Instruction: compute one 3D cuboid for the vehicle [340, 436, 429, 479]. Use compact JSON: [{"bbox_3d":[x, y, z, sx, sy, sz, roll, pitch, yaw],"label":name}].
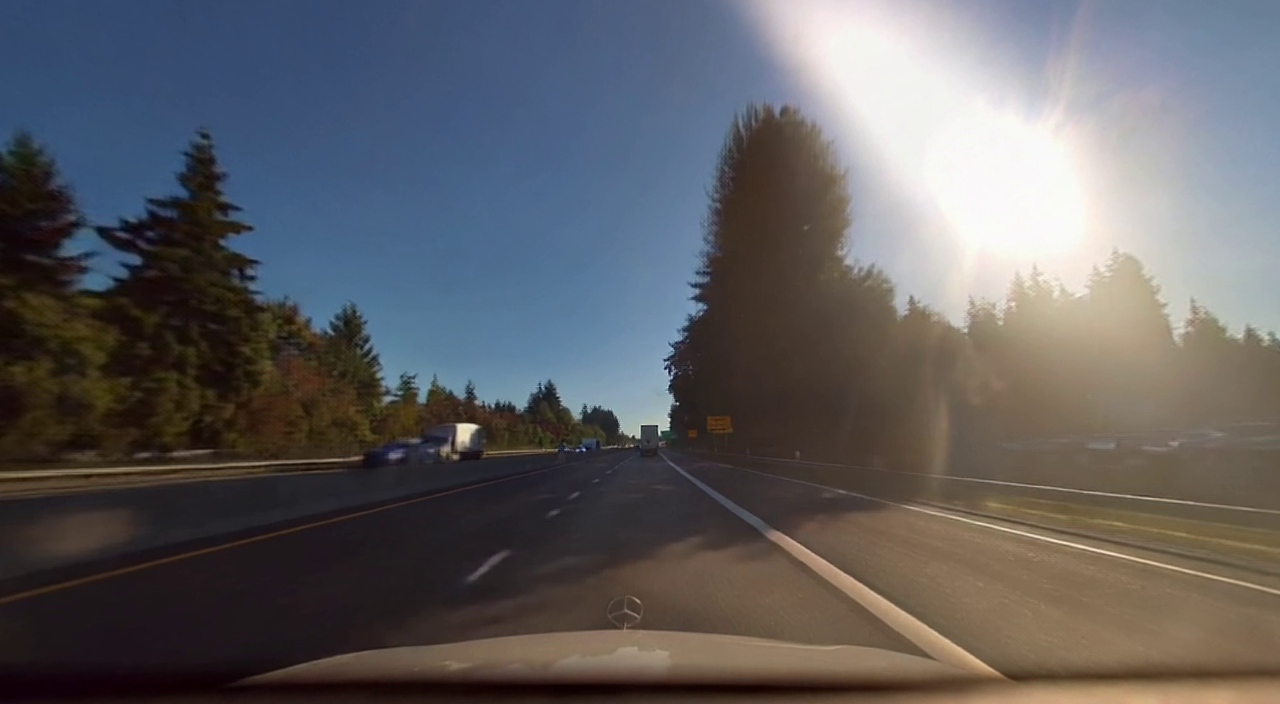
[{"bbox_3d":[-11.843,4.937,29.680,2.034,1.856,4.993,0,-9,1],"label":"vehicle"}]
